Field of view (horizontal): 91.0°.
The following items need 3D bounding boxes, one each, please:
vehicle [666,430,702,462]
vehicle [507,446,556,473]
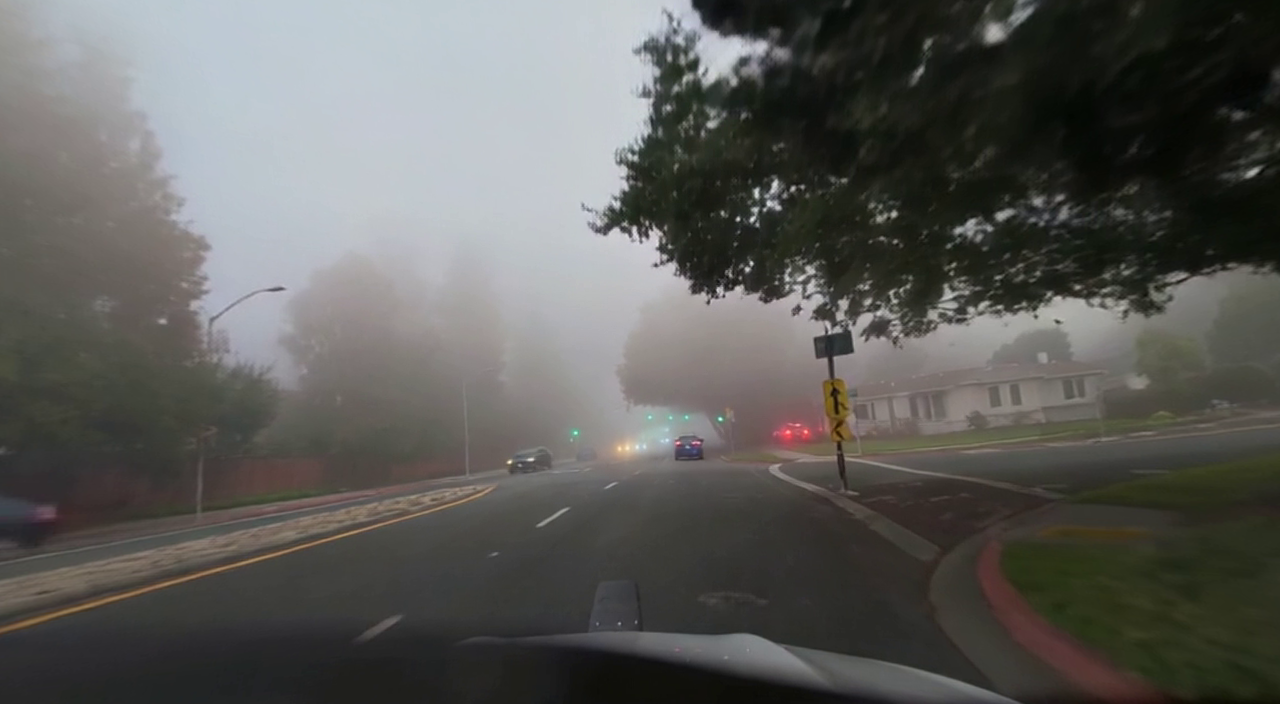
[{"bbox_3d":[2.824,5.934,39.853,2.059,1.908,4.714,-2,-8,6],"label":"vehicle"},{"bbox_3d":[-7.516,7.497,44.110,2.014,1.734,4.482,-2,-8,9],"label":"vehicle"}]
